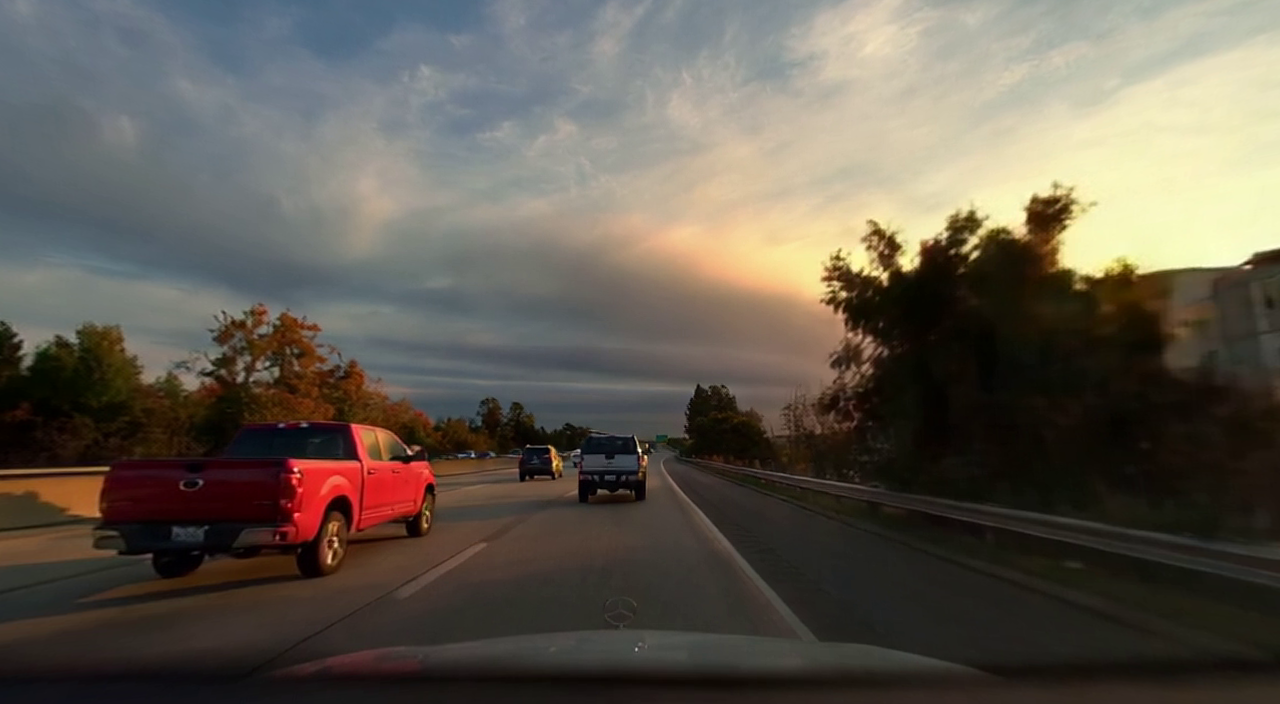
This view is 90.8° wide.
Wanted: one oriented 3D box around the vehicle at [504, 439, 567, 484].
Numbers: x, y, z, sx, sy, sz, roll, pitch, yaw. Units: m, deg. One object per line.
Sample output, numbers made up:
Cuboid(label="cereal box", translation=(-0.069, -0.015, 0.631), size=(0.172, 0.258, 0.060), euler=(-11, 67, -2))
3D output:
Cuboid(label="vehicle", translation=(-4.439, 4.737, 27.575), size=(1.991, 1.776, 4.333), euler=(0, -8, 0))

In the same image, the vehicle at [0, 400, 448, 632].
Cuboid(label="vehicle", translation=(-4.037, 1.597, 7.344), size=(2.038, 1.704, 5.181), euler=(0, -8, -1))

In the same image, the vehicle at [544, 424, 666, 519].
Cuboid(label="vehicle", translation=(-0.623, 2.573, 14.104), size=(2.293, 1.753, 4.380), euler=(0, -8, 1))
